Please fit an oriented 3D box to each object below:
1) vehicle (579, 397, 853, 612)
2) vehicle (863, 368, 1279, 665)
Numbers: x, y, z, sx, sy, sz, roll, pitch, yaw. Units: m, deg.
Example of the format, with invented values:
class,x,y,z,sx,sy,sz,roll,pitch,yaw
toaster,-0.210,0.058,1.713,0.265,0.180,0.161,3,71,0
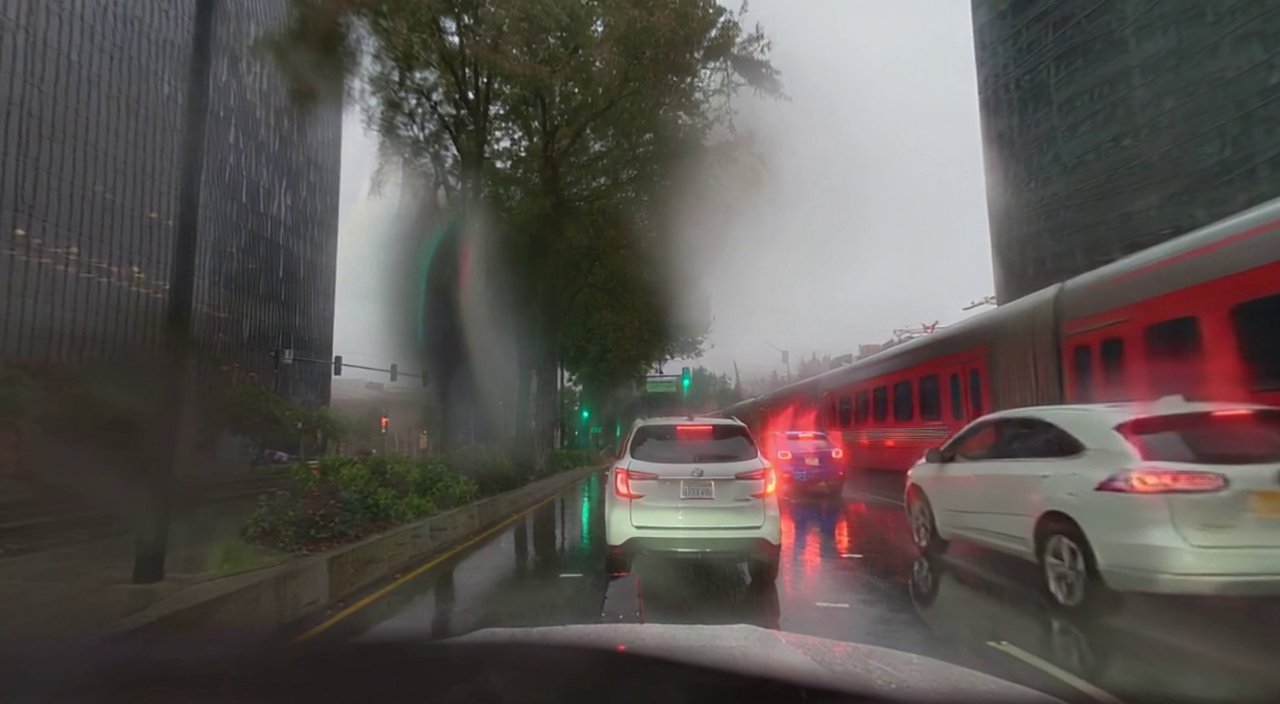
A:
class,x,y,z,sx,sy,sz,roll,pitch,yaw
vehicle,0.507,1.519,7.134,2.190,1.684,4.084,0,-9,-3
vehicle,4.284,1.350,6.345,2.165,1.760,5.064,0,-9,-1
